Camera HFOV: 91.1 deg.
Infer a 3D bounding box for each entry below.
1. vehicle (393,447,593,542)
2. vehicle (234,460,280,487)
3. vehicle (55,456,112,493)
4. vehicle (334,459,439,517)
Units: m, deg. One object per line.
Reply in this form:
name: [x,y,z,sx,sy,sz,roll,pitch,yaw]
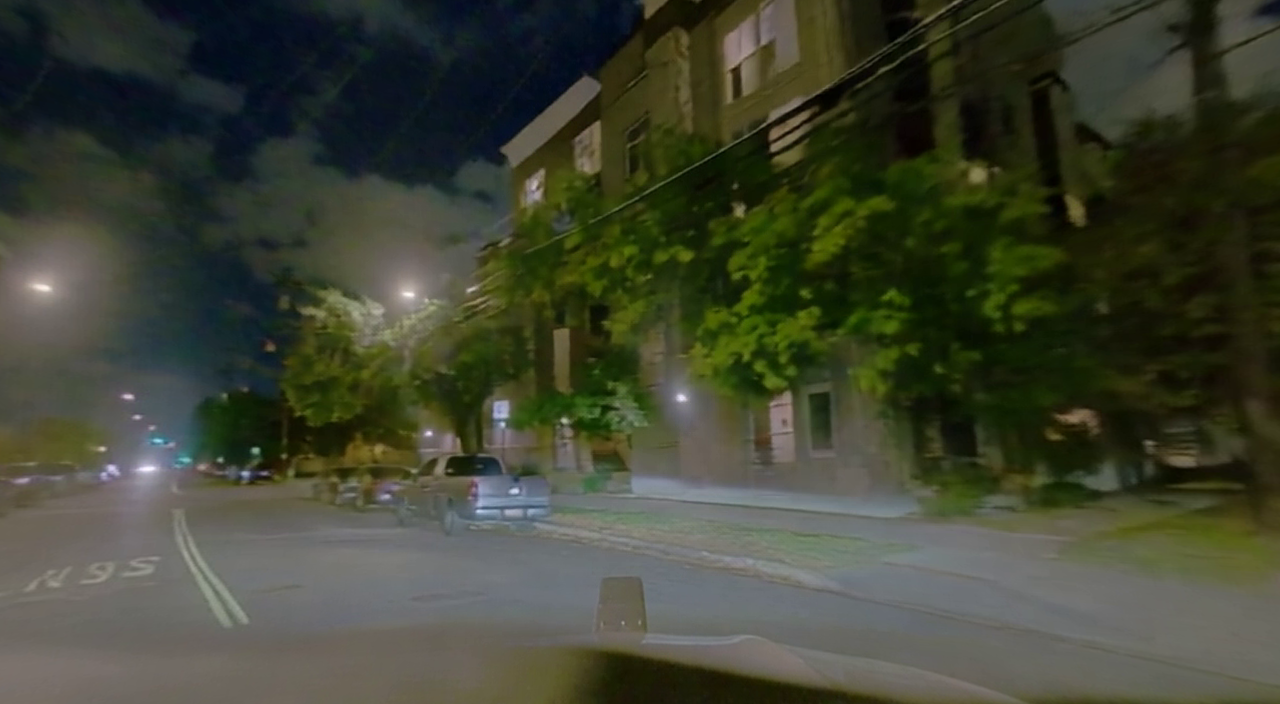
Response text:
vehicle: [-3.413,2.957,13.682,2.272,1.626,5.170,9,-13,-36]
vehicle: [-28.051,8.920,45.916,2.328,1.730,4.225,7,-14,-36]
vehicle: [-41.076,8.997,46.476,2.376,2.219,6.021,3,-8,-35]
vehicle: [-8.190,4.220,20.018,1.868,1.494,4.652,6,-11,-37]
